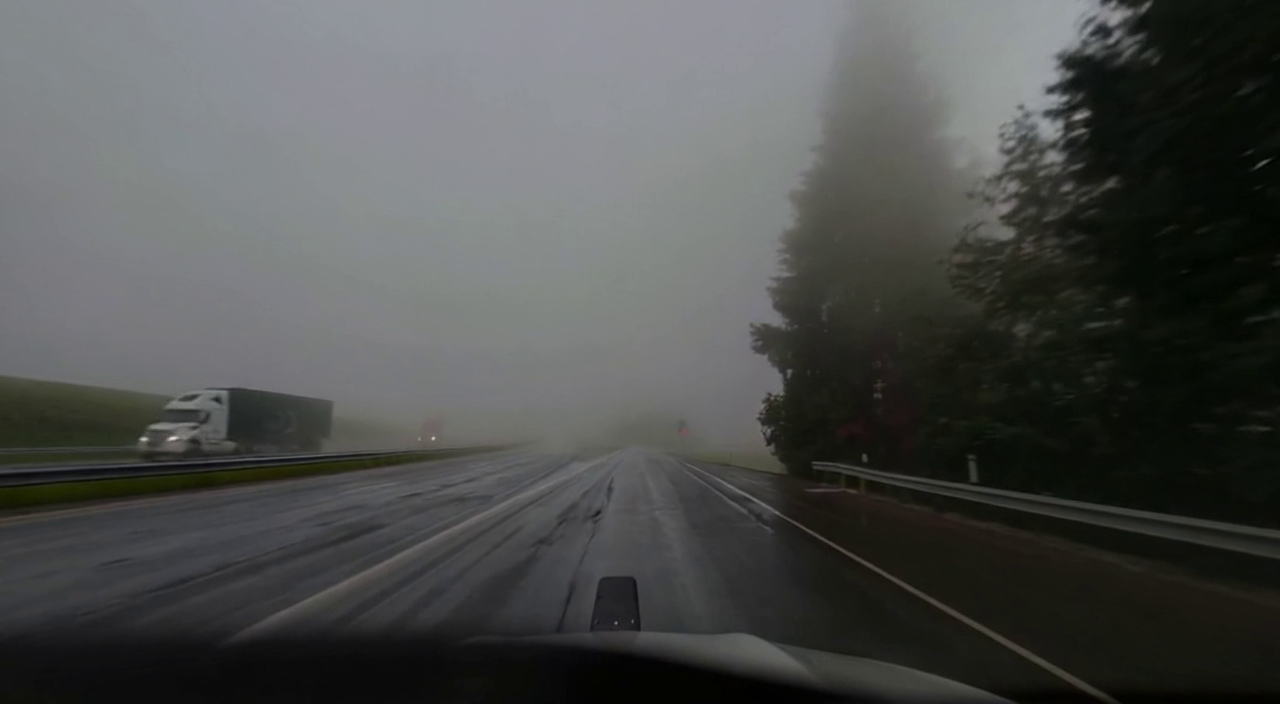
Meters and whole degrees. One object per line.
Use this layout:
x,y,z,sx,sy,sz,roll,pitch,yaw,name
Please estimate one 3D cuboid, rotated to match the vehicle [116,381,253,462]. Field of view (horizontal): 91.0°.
-23.920,3.752,33.510,2.978,3.888,5.814,0,-8,-3,vehicle
